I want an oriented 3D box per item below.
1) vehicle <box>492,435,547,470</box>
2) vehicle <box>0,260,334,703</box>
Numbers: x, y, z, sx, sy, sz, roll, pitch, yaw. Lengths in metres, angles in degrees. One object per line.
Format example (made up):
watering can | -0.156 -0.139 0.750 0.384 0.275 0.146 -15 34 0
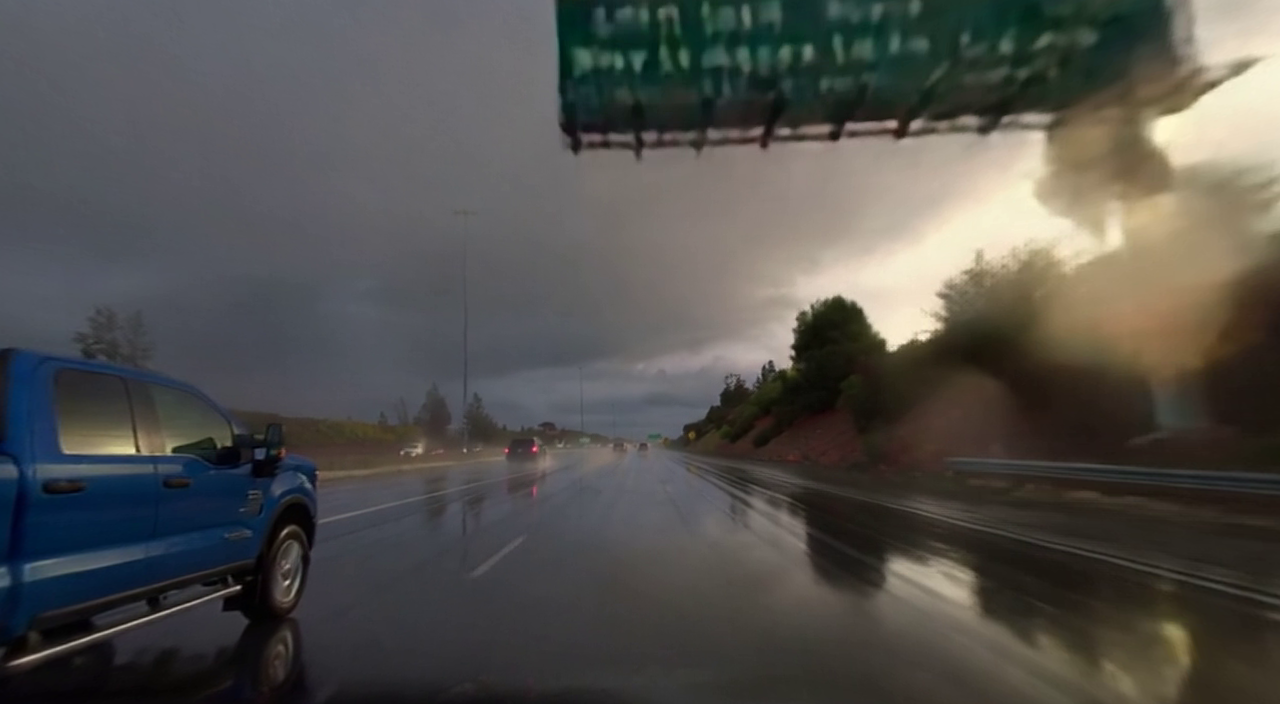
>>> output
vehicle | -7.172 6.030 38.023 2.260 1.917 5.499 0 -9 0
vehicle | -3.727 0.580 2.051 2.339 2.004 6.171 0 -9 0
